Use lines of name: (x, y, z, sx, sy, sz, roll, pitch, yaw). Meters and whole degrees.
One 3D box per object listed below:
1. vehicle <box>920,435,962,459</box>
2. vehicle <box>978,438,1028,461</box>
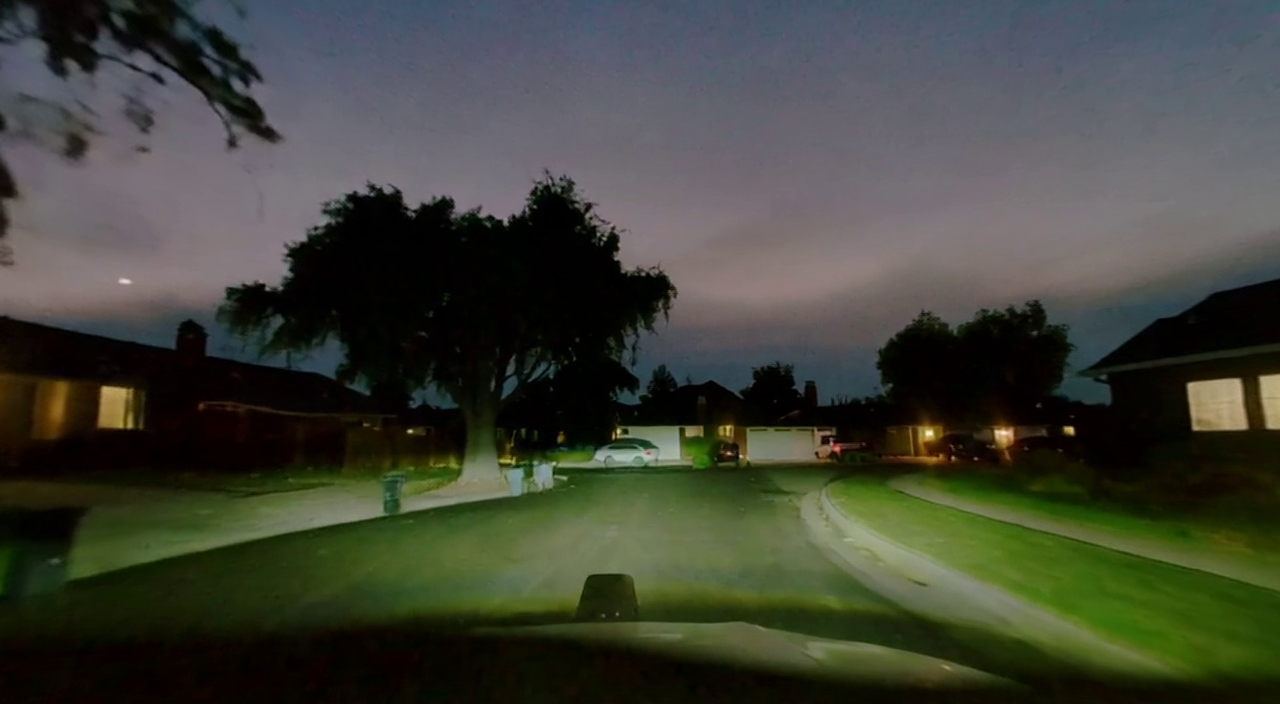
vehicle: (22.550, 7.154, 47.514, 1.937, 1.731, 4.179, -2, -9, 13)
vehicle: (26.068, 7.033, 45.533, 1.873, 1.556, 4.216, -2, -9, 12)
